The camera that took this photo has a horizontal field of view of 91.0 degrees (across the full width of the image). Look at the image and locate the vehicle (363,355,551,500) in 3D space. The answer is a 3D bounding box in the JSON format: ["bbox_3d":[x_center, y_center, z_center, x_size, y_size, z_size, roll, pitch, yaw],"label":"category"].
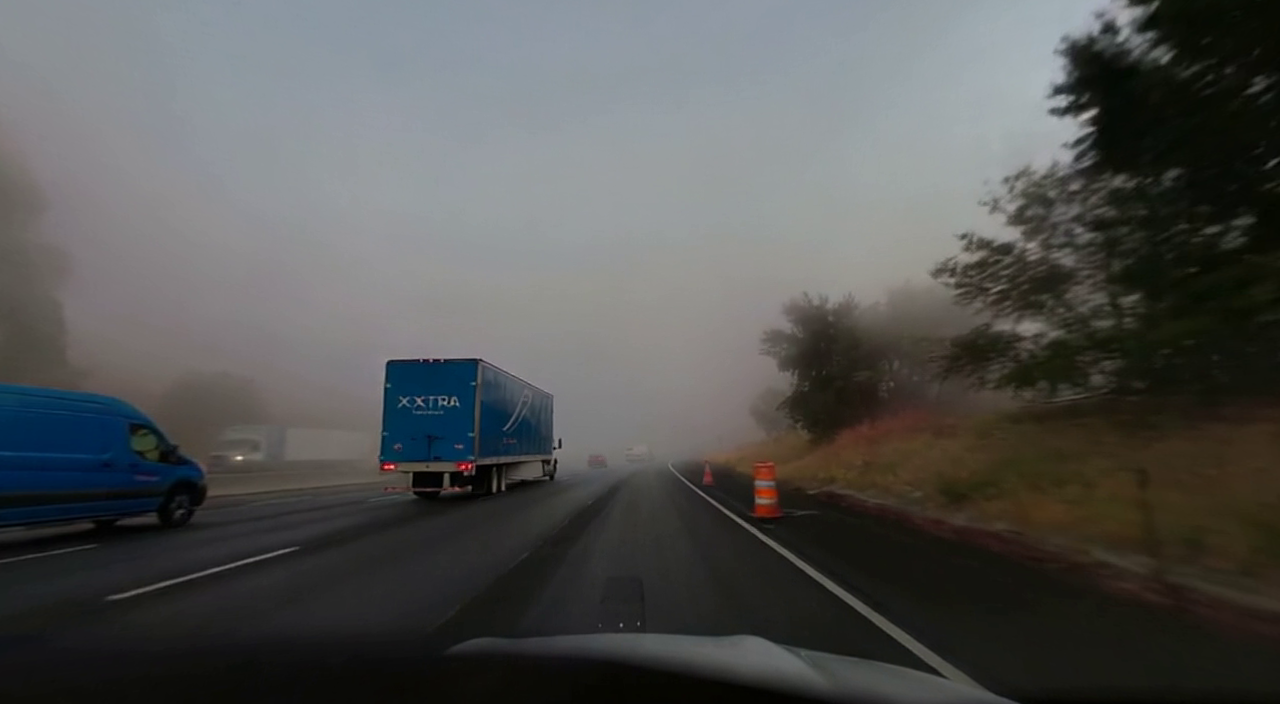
[{"bbox_3d":[-5.782,2.809,22.415,3.183,4.011,9.617,0,-9,4],"label":"vehicle"}]

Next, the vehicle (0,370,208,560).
[{"bbox_3d":[-10.132,1.711,9.689,2.469,2.615,5.874,0,-9,3],"label":"vehicle"}]
